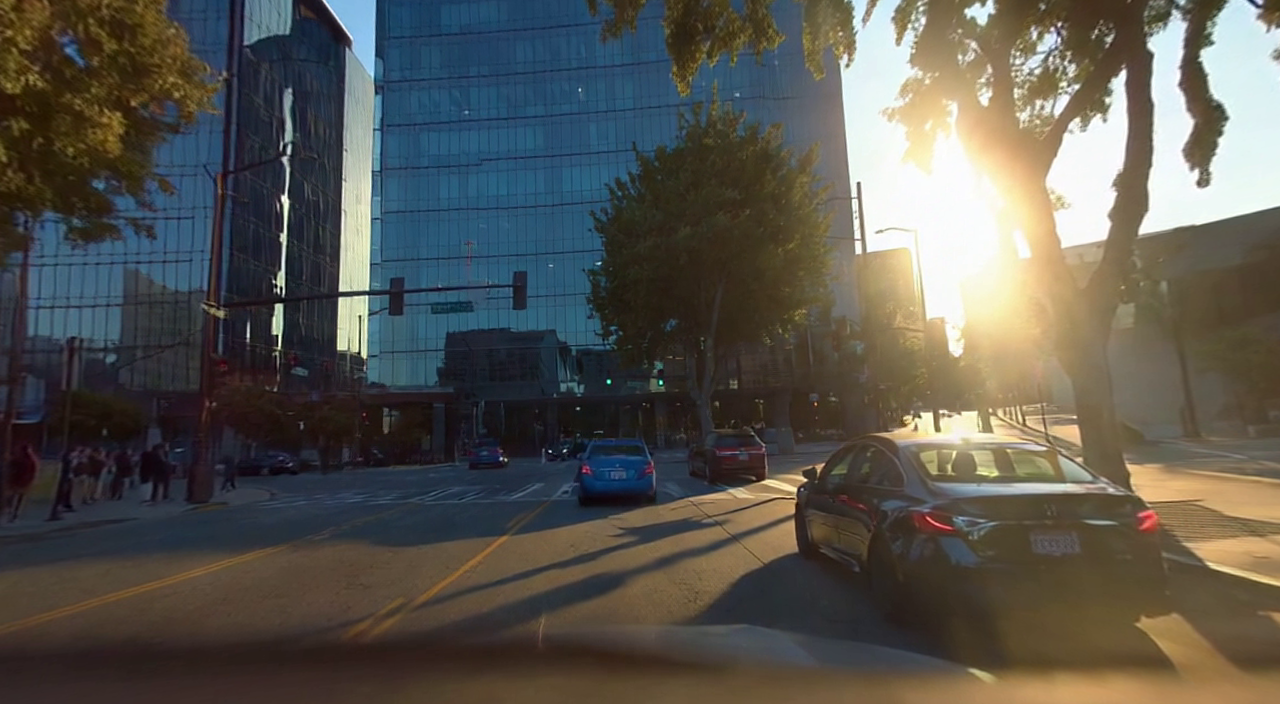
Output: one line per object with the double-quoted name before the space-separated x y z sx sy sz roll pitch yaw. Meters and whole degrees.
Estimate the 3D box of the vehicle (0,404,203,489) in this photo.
"vehicle" -25.693 4.305 28.602 8.989 3.623 2.884 1 -8 -3

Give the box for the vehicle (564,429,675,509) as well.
"vehicle" -0.419 2.497 13.845 2.072 1.476 4.078 0 -8 -1

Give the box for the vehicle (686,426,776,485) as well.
"vehicle" 2.865 3.409 20.876 2.234 1.723 4.486 0 -8 -1

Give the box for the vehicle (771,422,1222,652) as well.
"vehicle" 2.752 1.505 6.208 1.952 1.464 4.165 0 -8 -1

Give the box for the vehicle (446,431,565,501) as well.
"vehicle" -3.241 2.841 16.082 2.068 1.513 4.221 0 -8 1
